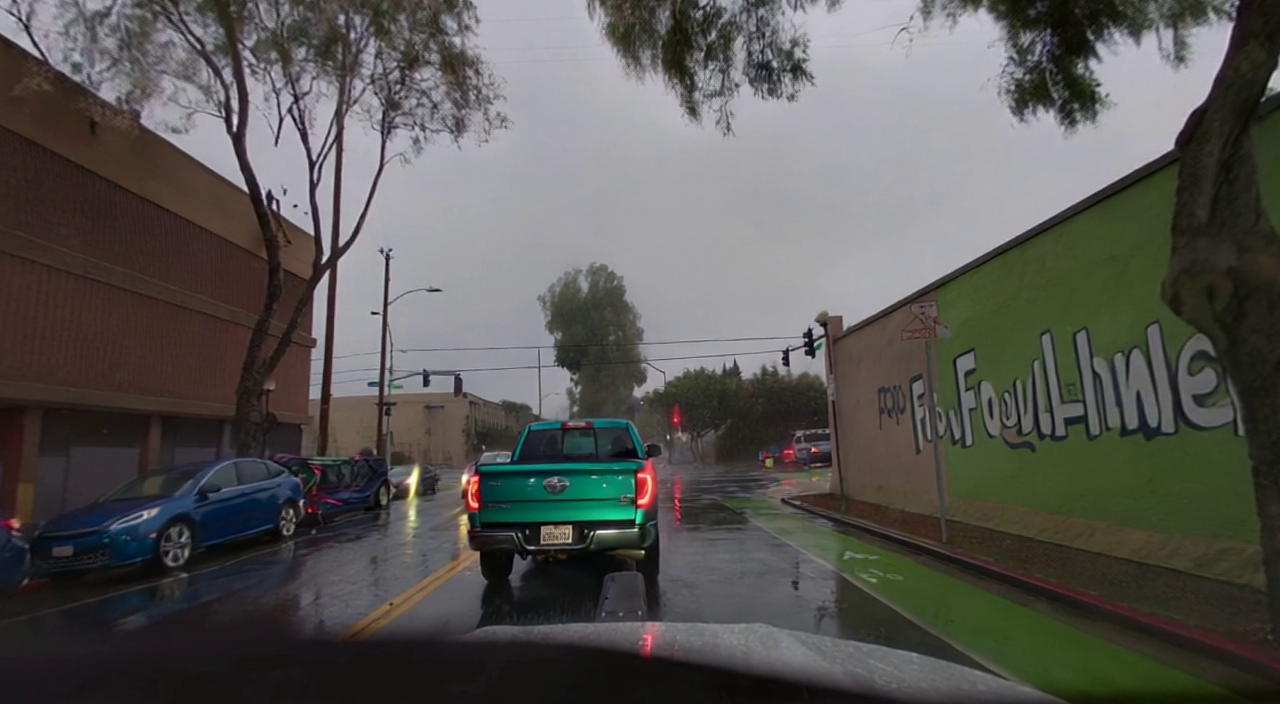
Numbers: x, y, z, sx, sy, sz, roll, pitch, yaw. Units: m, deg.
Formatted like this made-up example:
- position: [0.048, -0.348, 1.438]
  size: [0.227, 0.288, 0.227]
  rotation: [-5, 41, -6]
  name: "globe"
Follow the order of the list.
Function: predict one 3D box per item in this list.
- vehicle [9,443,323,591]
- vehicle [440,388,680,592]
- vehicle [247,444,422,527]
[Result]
- position: [-7.208, 2.438, 10.373]
  size: [1.882, 1.686, 4.489]
  rotation: [-5, -8, -3]
  name: "vehicle"
- position: [-0.708, 1.617, 8.231]
  size: [2.215, 1.882, 4.611]
  rotation: [0, -8, 1]
  name: "vehicle"
- position: [-7.396, 3.222, 16.055]
  size: [1.884, 1.730, 5.076]
  rotation: [0, -8, 0]
  name: "vehicle"
